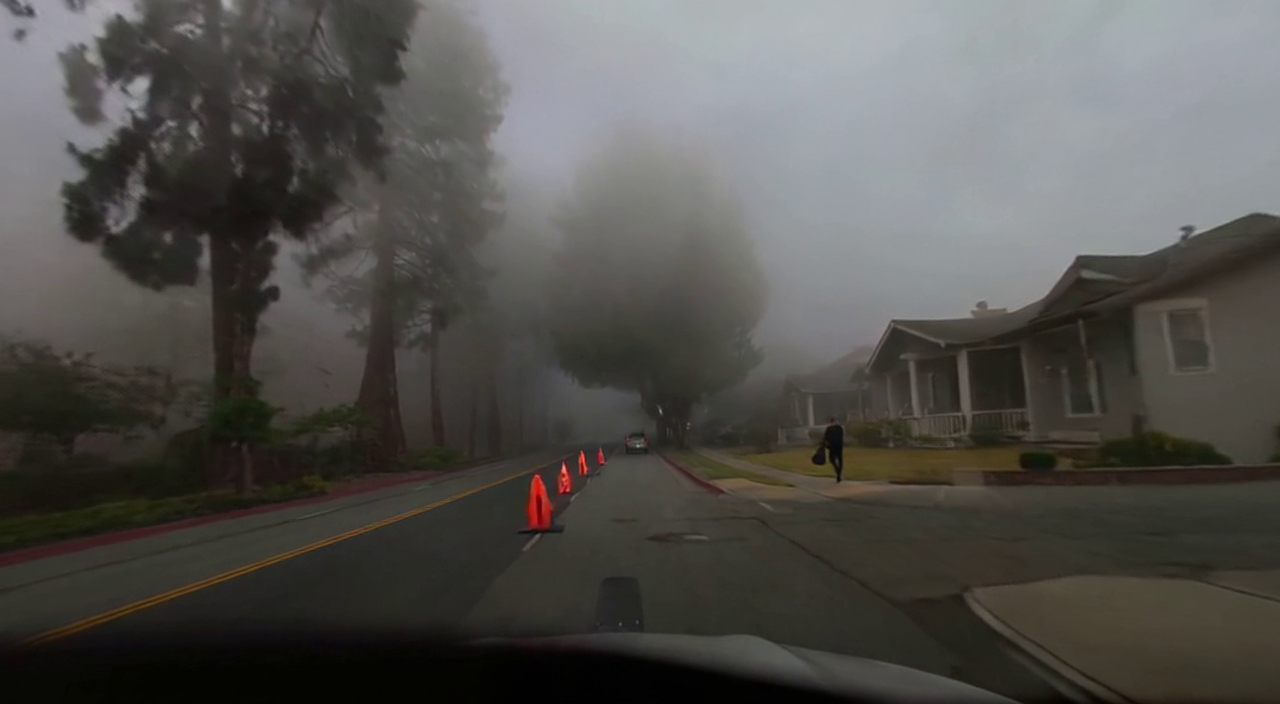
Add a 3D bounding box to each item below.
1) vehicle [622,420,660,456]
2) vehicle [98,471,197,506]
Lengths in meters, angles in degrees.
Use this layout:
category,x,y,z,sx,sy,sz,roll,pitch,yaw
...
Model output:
category,x,y,z,sx,sy,sz,roll,pitch,yaw
vehicle,-0.030,5.231,38.226,2.169,2.015,5.206,0,-8,-2
vehicle,-25.487,7.027,32.698,4.314,1.583,1.779,-3,-9,18
